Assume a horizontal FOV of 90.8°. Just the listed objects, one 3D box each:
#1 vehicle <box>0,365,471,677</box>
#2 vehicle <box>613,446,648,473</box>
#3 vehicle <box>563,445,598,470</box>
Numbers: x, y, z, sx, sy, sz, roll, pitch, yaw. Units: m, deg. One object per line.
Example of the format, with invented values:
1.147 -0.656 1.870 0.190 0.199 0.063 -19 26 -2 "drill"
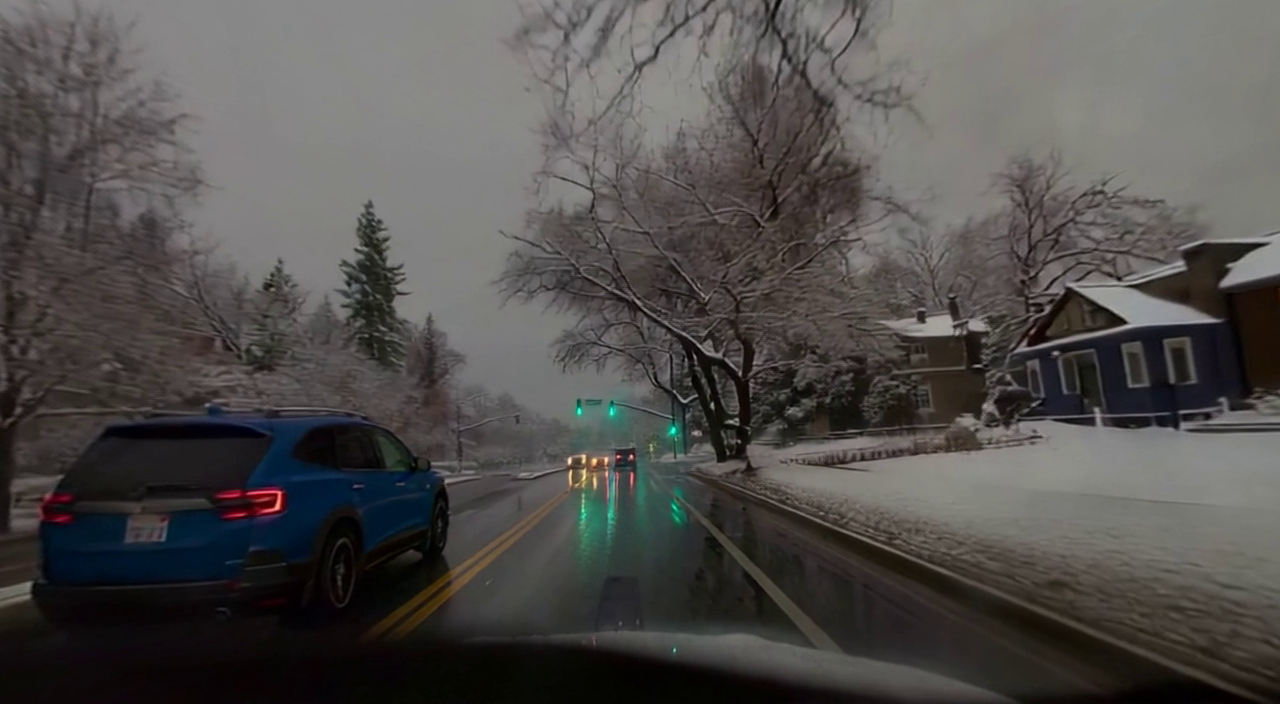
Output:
-3.693 1.465 6.846 2.276 1.960 5.561 0 -8 -1 "vehicle"
-0.577 6.413 37.870 2.016 1.470 3.784 0 -8 -1 "vehicle"
-4.178 7.514 45.100 2.002 1.688 4.084 0 -8 1 "vehicle"
